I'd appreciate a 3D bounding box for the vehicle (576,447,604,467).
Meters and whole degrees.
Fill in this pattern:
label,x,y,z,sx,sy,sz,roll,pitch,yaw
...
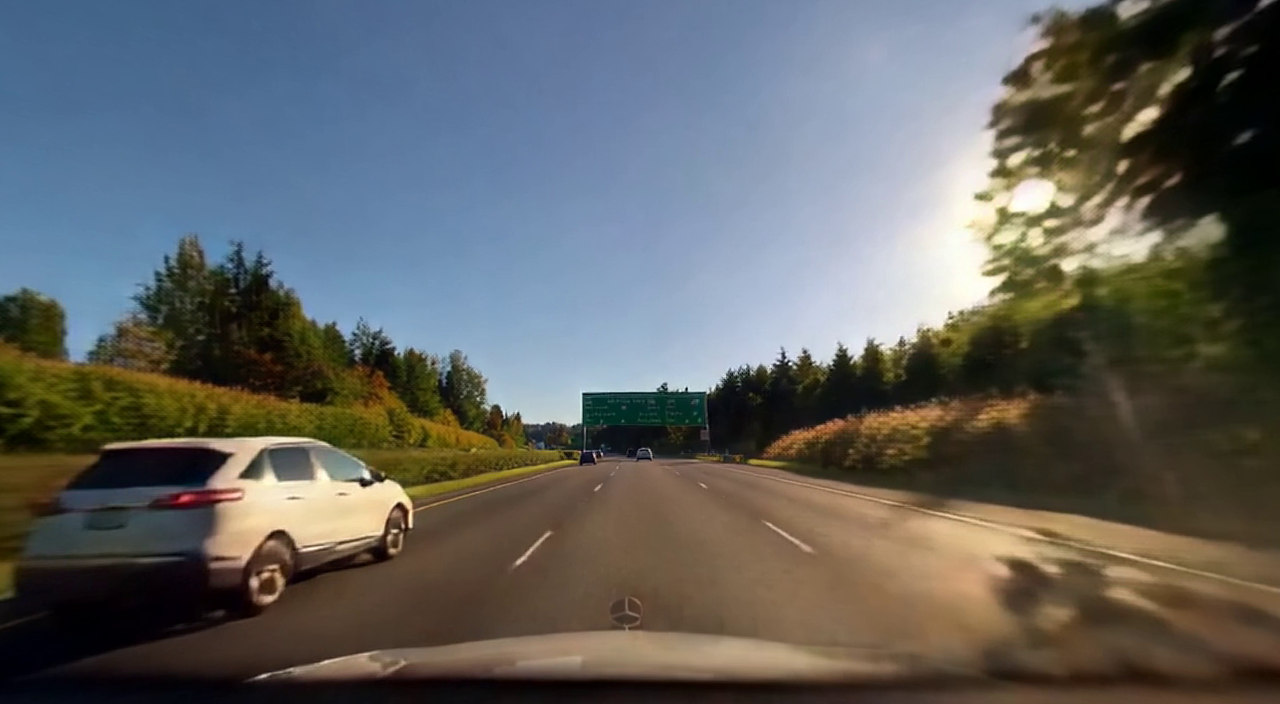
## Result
label,x,y,z,sx,sy,sz,roll,pitch,yaw
vehicle,-3.802,8.053,48.467,1.918,1.510,4.006,0,-9,-1

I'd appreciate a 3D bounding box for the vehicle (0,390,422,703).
label,x,y,z,sx,sy,sz,roll,pitch,yaw
vehicle,-3.608,1.312,5.142,2.028,1.584,4.481,0,-9,0
